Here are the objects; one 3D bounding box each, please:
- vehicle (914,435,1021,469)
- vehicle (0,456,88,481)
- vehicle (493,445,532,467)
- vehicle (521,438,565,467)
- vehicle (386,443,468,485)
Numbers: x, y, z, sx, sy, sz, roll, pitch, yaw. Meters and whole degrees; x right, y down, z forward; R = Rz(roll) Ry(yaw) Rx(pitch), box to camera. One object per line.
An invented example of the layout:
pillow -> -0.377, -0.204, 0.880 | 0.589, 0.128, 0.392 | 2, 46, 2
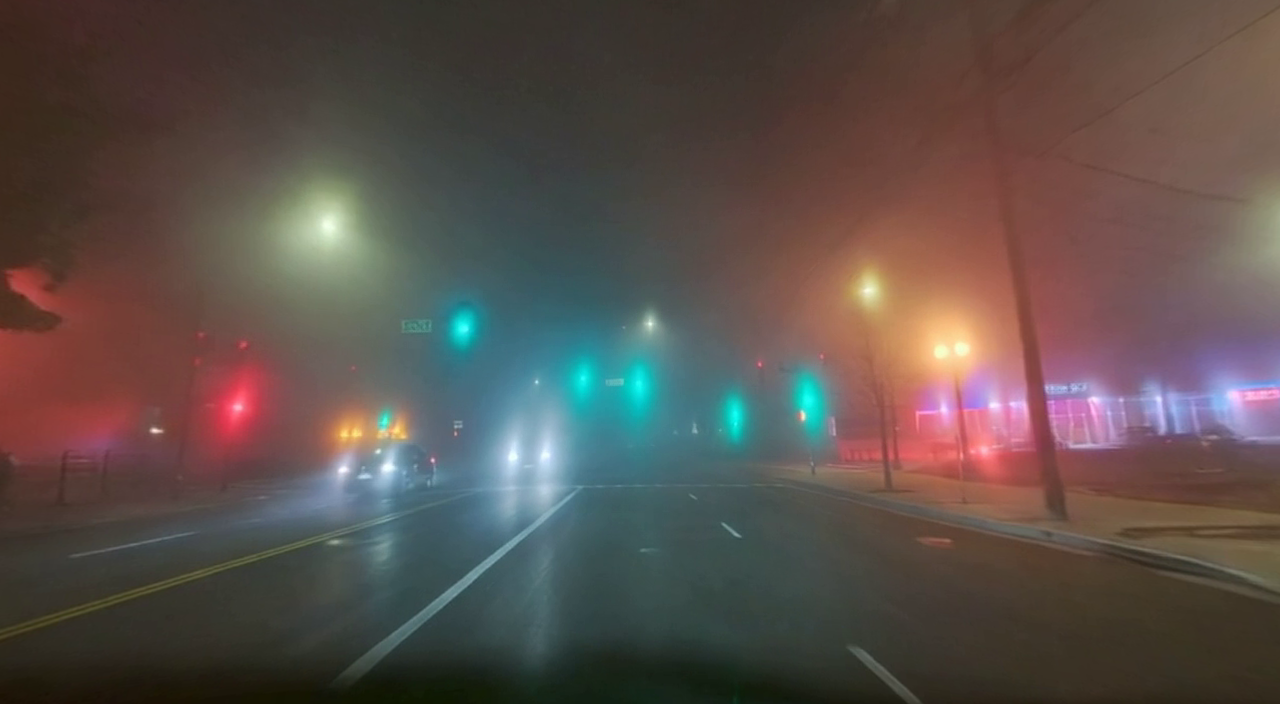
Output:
vehicle -> 16.628, 5.091, 32.128 | 4.299, 1.679, 2.011 | 0, -8, -1
vehicle -> -36.972, 7.121, 38.633 | 4.338, 1.447, 1.985 | 0, -8, 0
vehicle -> -9.405, 7.708, 46.734 | 2.071, 1.534, 4.025 | 0, -8, 0
vehicle -> -6.205, 6.508, 40.878 | 2.041, 1.756, 4.392 | 0, -8, 1
vehicle -> -8.727, 4.590, 26.198 | 1.978, 1.561, 3.907 | 0, -8, 1
